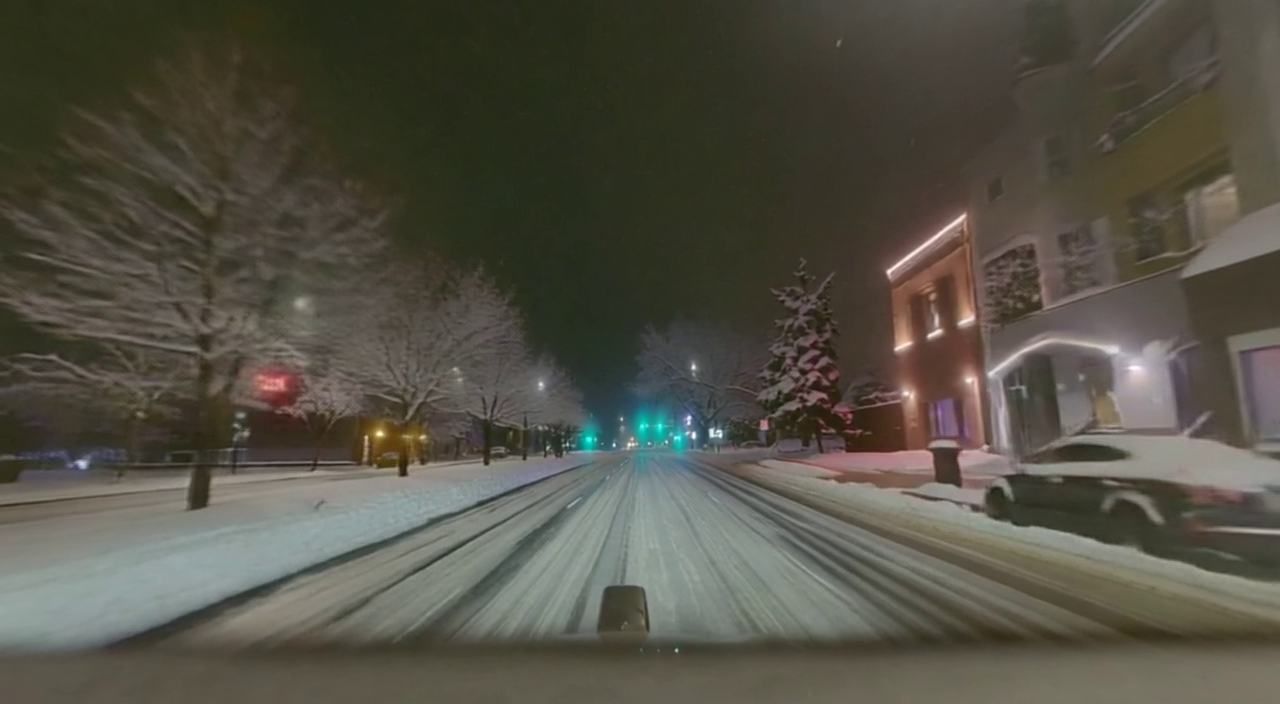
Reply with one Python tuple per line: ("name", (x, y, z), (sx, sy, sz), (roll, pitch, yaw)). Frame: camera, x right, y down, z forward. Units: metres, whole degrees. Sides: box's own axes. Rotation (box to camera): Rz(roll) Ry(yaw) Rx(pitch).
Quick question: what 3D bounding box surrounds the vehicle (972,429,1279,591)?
("vehicle", (6.582, 1.830, 8.296), (1.923, 1.498, 4.676), (1, -8, 1))
